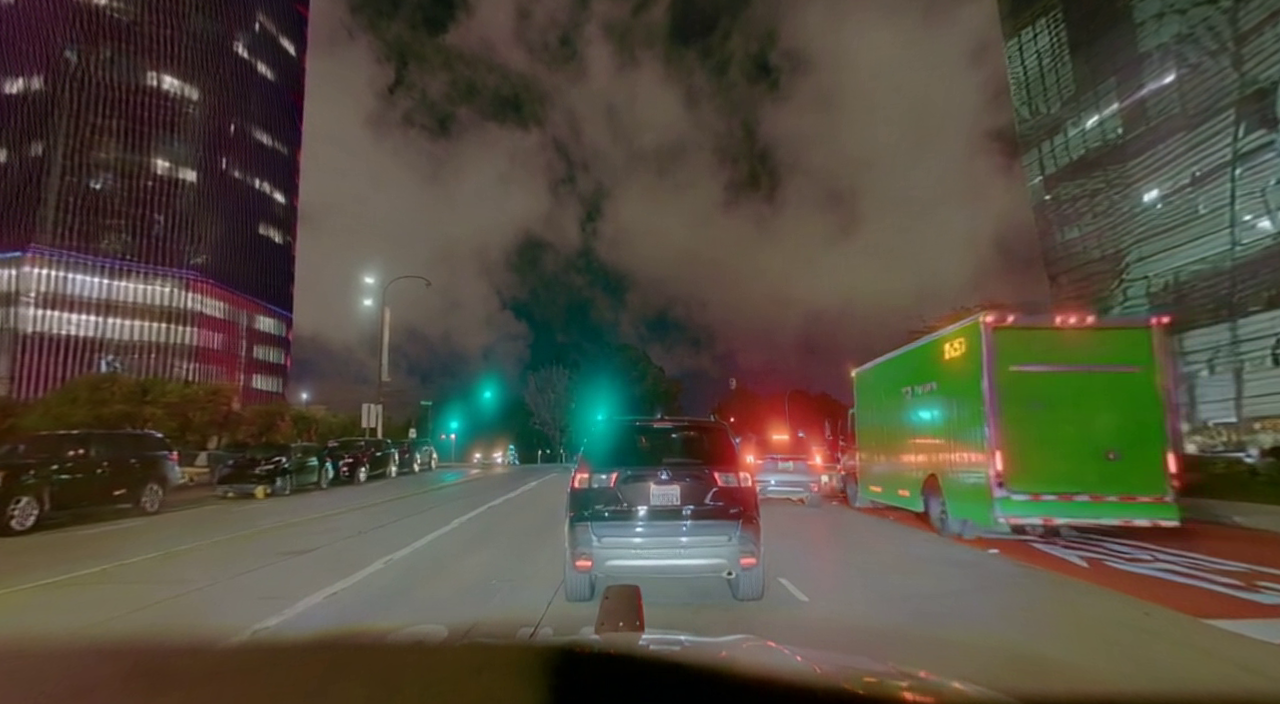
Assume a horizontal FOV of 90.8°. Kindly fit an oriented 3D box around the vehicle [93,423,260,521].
[{"bbox_3d":[-10.718,2.753,14.938,1.482,2.019,3.297,0,-9,-3],"label":"vehicle"}]

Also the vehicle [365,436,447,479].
[{"bbox_3d":[-11.770,5.350,32.299,2.338,1.963,5.740,0,-9,-4],"label":"vehicle"}]

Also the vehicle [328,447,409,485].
[{"bbox_3d":[-11.364,4.781,26.779,1.791,1.463,4.210,0,-9,-4],"label":"vehicle"}]

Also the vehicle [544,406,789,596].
[{"bbox_3d":[0.293,1.653,7.842,2.192,1.695,4.142,0,-9,2],"label":"vehicle"}]

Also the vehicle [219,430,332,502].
[{"bbox_3d":[-11.036,3.448,19.399,1.559,1.973,3.419,1,-9,-5],"label":"vehicle"}]

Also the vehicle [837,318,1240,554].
[{"bbox_3d":[6.443,1.651,12.280,3.113,3.116,7.650,0,-8,3],"label":"vehicle"}]

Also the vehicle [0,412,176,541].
[{"bbox_3d":[-10.374,2.151,11.364,1.543,1.946,3.454,1,-9,-5],"label":"vehicle"}]
